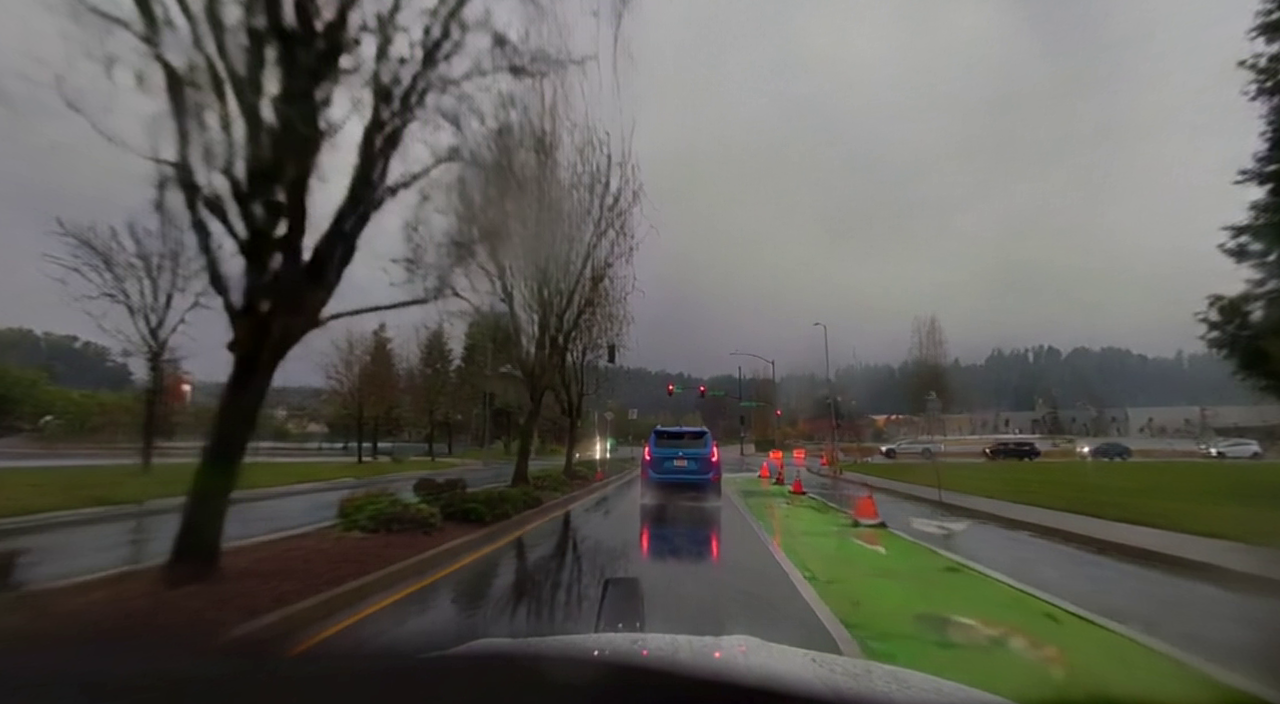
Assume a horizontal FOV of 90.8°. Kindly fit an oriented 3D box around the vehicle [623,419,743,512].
[{"bbox_3d":[0.978,2.540,14.663,2.339,1.790,4.629,0,-8,4],"label":"vehicle"}]
